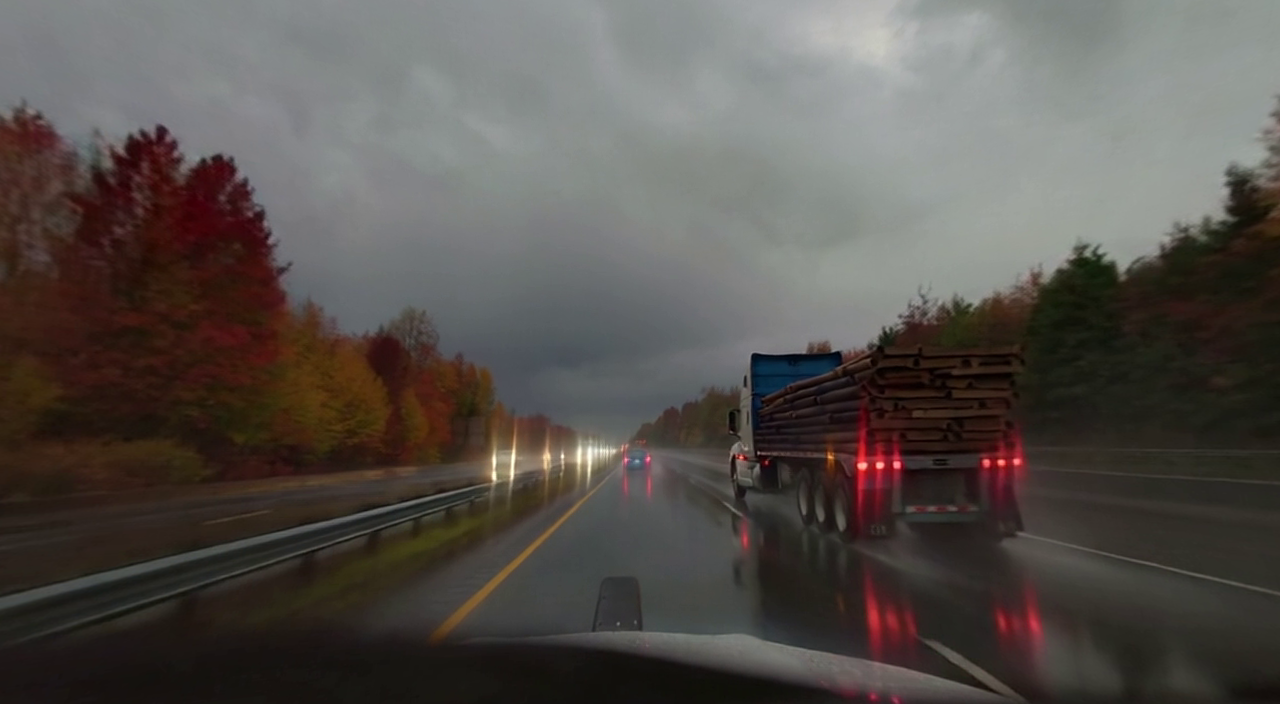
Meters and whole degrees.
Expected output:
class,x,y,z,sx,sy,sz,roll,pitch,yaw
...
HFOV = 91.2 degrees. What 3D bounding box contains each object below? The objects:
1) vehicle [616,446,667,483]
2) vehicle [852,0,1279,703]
class,x,y,z,sx,sy,sz,roll,pitch,yaw
vehicle,0.029,4.975,28.010,2.099,1.506,4.097,0,-9,0
vehicle,3.990,-0.195,2.705,3.004,3.923,8.363,0,-9,-1
